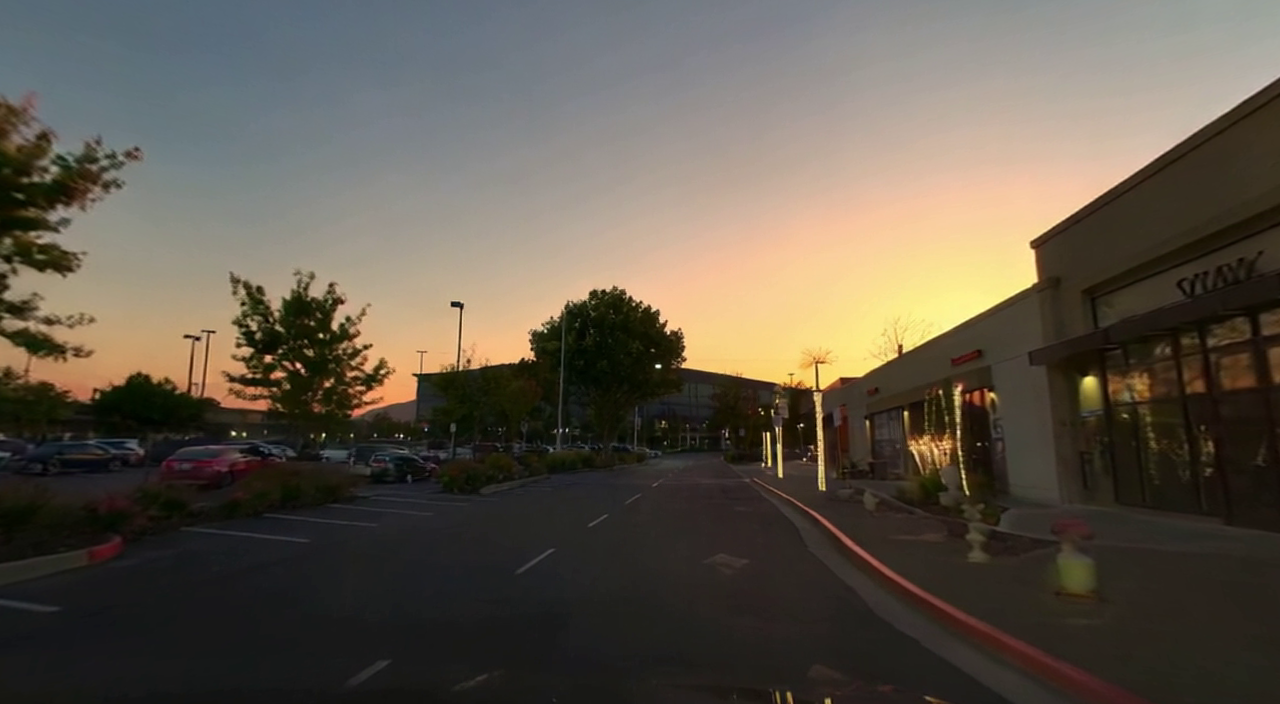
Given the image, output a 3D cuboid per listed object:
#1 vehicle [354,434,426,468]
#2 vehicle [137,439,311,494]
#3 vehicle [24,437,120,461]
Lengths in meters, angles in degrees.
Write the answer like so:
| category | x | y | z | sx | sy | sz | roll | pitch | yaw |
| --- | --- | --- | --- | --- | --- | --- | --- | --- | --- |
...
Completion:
| category | x | y | z | sx | sy | sz | roll | pitch | yaw |
| --- | --- | --- | --- | --- | --- | --- | --- | --- | --- |
| vehicle | -15.149 | 6.049 | 38.589 | 1.972 | 1.923 | 4.535 | -1 | -9 | 8 |
| vehicle | -12.307 | 3.391 | 19.124 | 1.847 | 1.443 | 4.484 | -1 | -9 | 7 |
| vehicle | -36.628 | 6.301 | 40.897 | 1.858 | 1.449 | 4.296 | -2 | -9 | 10 |
